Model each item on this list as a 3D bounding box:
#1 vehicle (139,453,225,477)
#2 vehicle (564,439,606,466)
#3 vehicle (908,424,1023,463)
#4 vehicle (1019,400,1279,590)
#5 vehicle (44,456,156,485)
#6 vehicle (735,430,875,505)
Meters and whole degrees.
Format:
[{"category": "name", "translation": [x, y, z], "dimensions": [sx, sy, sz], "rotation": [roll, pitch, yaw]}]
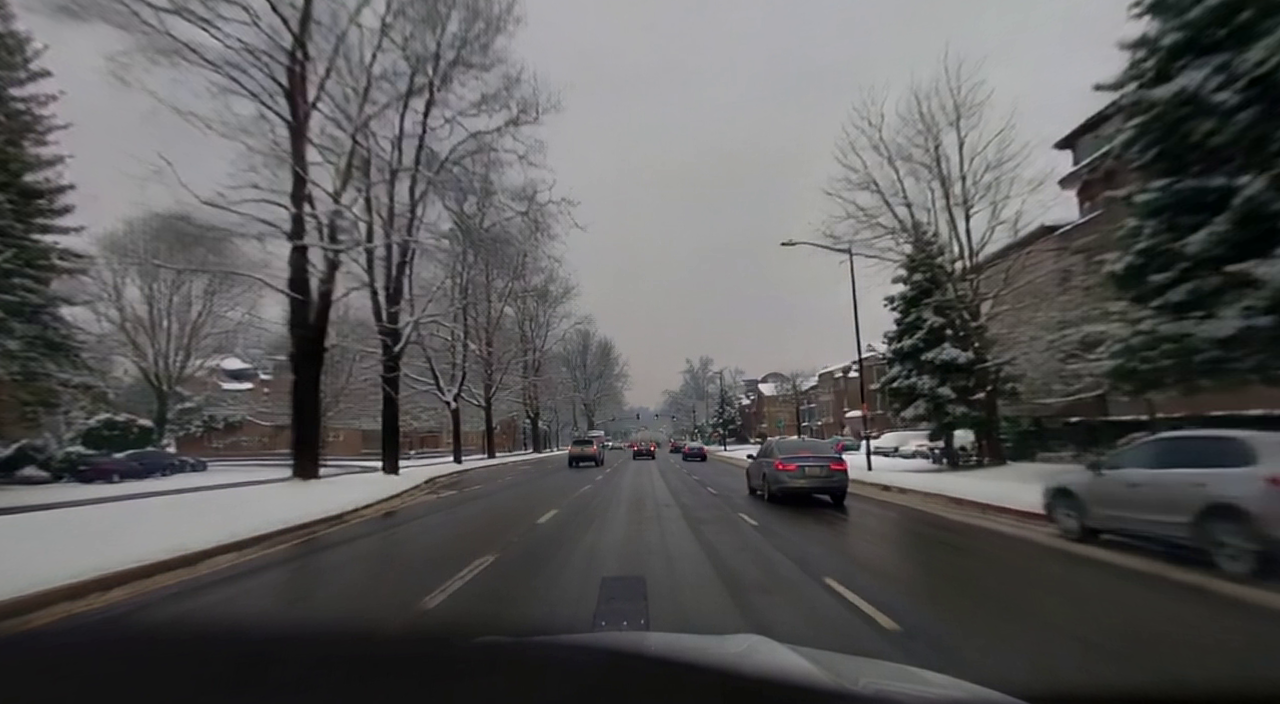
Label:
[{"category": "vehicle", "translation": [-31.036, 7.652, 42.797], "dimensions": [2.067, 1.497, 4.306], "rotation": [-8, -12, 42]}, {"category": "vehicle", "translation": [-3.236, 6.079, 38.142], "dimensions": [2.049, 1.485, 4.656], "rotation": [0, -9, 1]}, {"category": "vehicle", "translation": [15.790, 4.469, 30.764], "dimensions": [4.410, 1.795, 2.078], "rotation": [0, -9, -1]}, {"category": "vehicle", "translation": [6.946, 1.541, 7.310], "dimensions": [2.121, 1.727, 4.789], "rotation": [0, -9, 1]}, {"category": "vehicle", "translation": [-30.516, 6.666, 35.703], "dimensions": [2.058, 1.461, 4.498], "rotation": [-9, -12, 44]}, {"category": "vehicle", "translation": [3.689, 2.693, 15.072], "dimensions": [2.128, 1.502, 4.572], "rotation": [0, -9, 0]}]
